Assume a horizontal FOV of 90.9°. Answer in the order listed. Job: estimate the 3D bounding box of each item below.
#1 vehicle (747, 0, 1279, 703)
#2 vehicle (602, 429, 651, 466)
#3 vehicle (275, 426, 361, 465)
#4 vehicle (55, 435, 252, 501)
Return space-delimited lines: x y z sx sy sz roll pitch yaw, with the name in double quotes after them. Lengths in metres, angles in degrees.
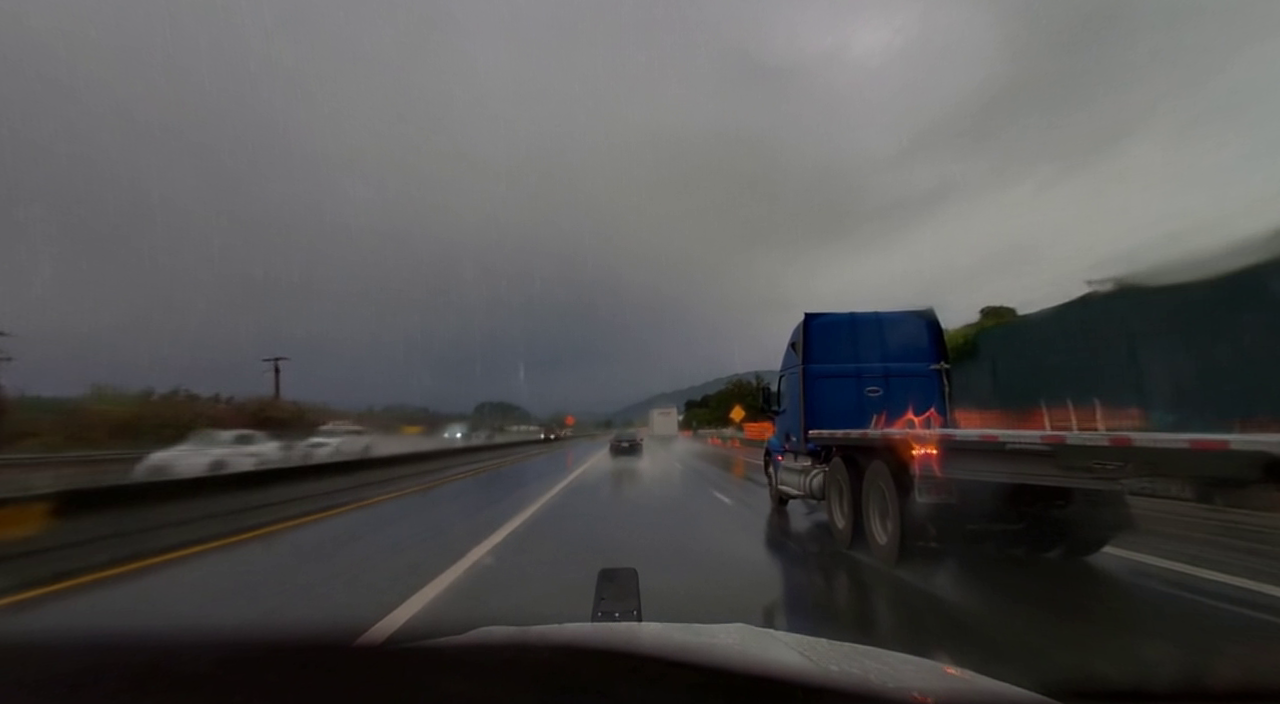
3.541 0.223 5.802 2.919 3.634 10.888 0 -8 -2 "vehicle"
-0.571 4.083 27.220 1.929 1.469 3.677 0 -8 -1 "vehicle"
-15.367 4.481 30.345 1.926 1.703 4.276 0 -8 -1 "vehicle"
-11.950 2.809 15.879 1.900 1.433 3.881 0 -8 -2 "vehicle"
